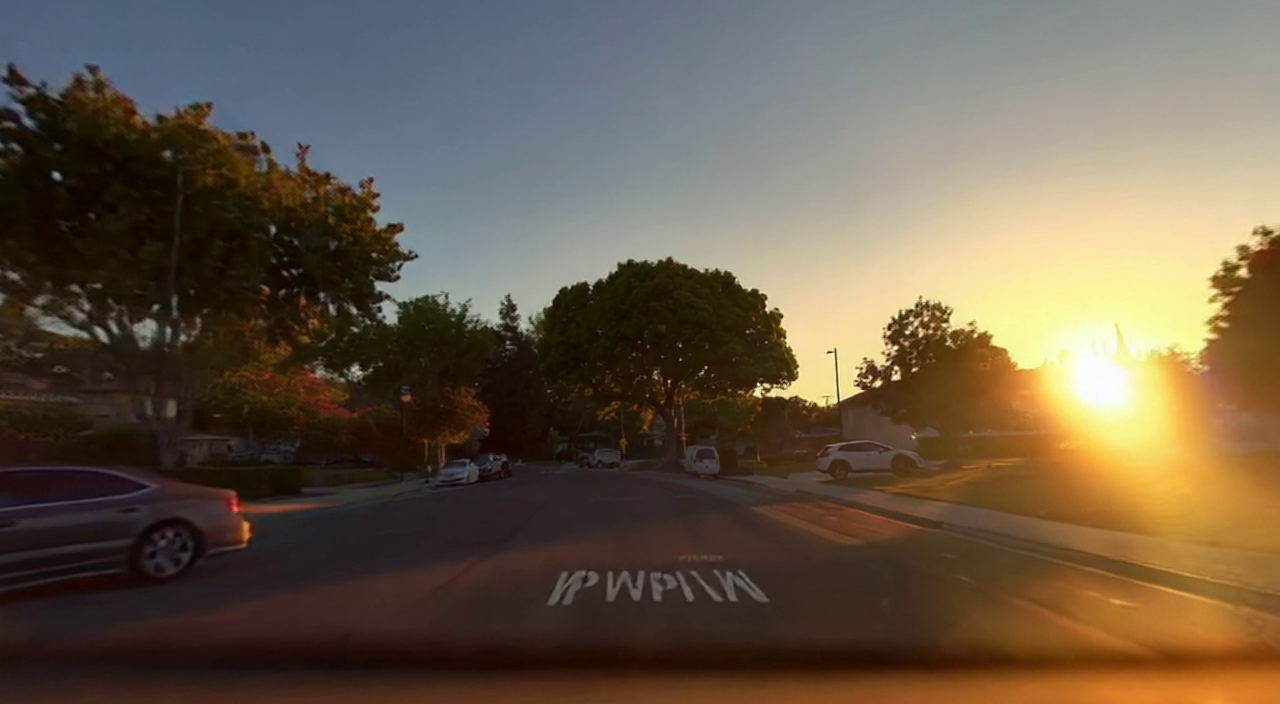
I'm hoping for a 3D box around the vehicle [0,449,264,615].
[{"bbox_3d":[-6.881,1.837,6.758,4.750,1.559,1.928,5,-10,-32],"label":"vehicle"}]

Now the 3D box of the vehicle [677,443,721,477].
[{"bbox_3d":[3.534,6.573,38.723,2.051,1.925,4.625,0,-9,-2],"label":"vehicle"}]

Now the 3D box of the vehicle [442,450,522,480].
[{"bbox_3d":[-10.207,7.304,41.012,4.620,1.695,2.004,5,-12,-39],"label":"vehicle"}]

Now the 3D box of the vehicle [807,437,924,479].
[{"bbox_3d":[10.542,4.998,29.850,4.733,1.843,2.005,0,-9,1],"label":"vehicle"}]
